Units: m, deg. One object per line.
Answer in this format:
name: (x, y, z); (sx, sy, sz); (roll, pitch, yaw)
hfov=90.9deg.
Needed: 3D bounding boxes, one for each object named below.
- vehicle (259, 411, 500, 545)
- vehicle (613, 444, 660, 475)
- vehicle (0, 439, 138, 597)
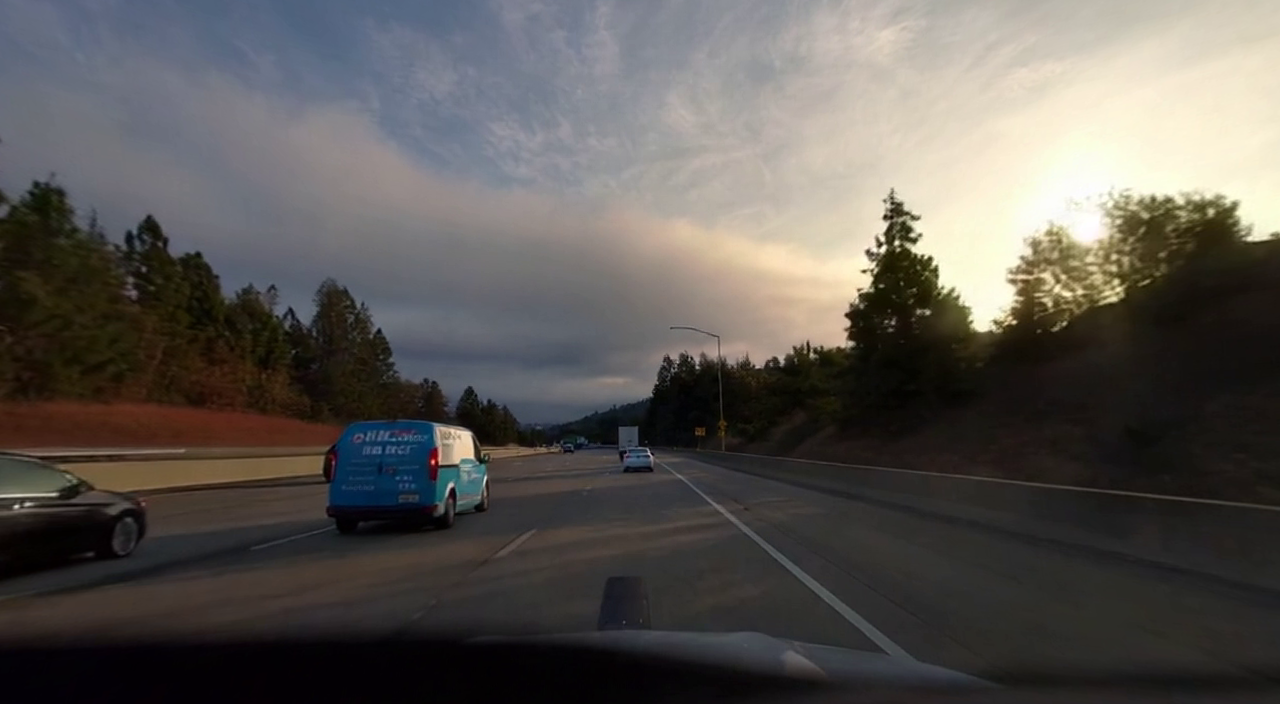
vehicle: (-4.214, 2.143, 11.405); (2.174, 1.862, 5.012); (0, -9, 0)
vehicle: (-0.163, 5.401, 31.899); (2.238, 1.479, 3.672); (0, -9, 1)
vehicle: (-7.077, 1.406, 4.965); (2.253, 1.454, 4.828); (0, -9, 1)
